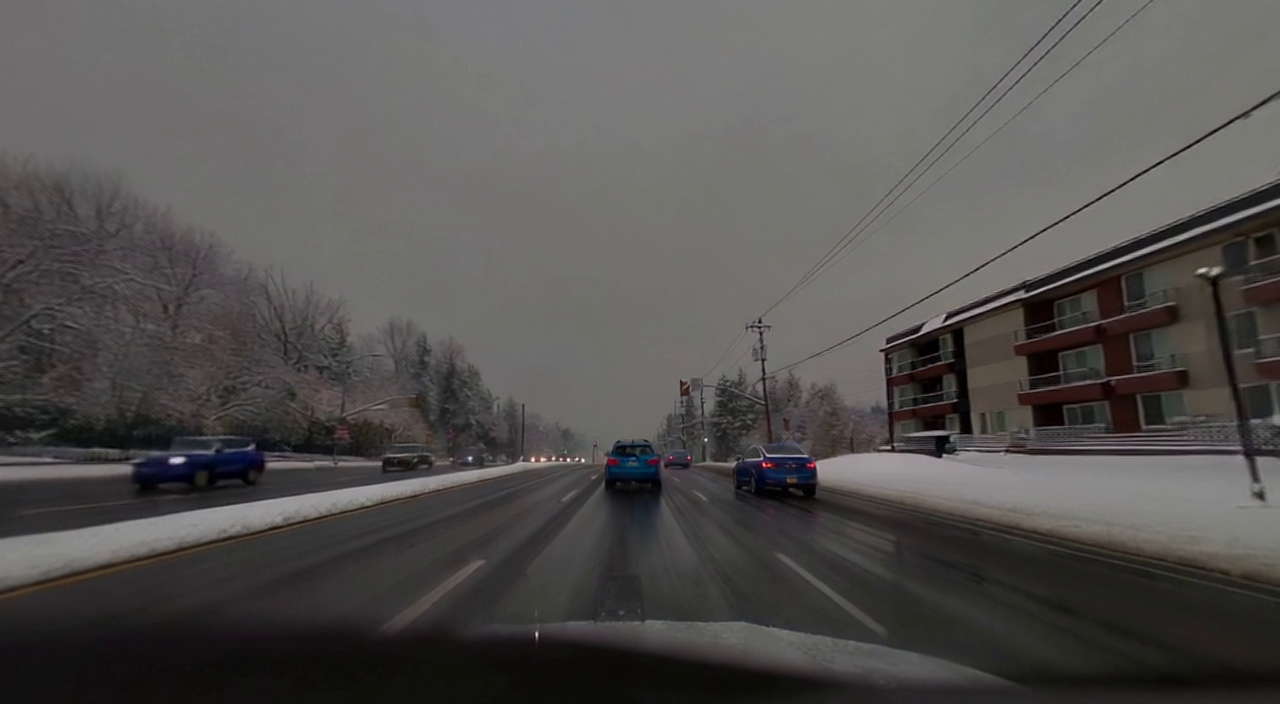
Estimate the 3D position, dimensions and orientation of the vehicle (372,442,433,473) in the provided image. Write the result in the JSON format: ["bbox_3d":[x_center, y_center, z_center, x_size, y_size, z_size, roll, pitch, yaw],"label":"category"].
[{"bbox_3d":[-14.309,6.344,38.375,2.064,1.745,4.495,0,-8,-1],"label":"vehicle"}]

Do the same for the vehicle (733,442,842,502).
[{"bbox_3d":[4.158,3.443,18.644,2.086,1.534,4.351,0,-8,-1],"label":"vehicle"}]

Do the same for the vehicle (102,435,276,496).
[{"bbox_3d":[-13.549,3.407,19.421,1.982,1.639,4.553,0,-8,0],"label":"vehicle"}]

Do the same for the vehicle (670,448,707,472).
[{"bbox_3d":[3.120,7.045,41.508,2.054,1.461,4.321,0,-8,-1],"label":"vehicle"}]

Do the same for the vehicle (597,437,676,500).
[{"bbox_3d":[-0.132,3.334,18.522,2.073,1.606,3.933,0,-8,-1],"label":"vehicle"}]
